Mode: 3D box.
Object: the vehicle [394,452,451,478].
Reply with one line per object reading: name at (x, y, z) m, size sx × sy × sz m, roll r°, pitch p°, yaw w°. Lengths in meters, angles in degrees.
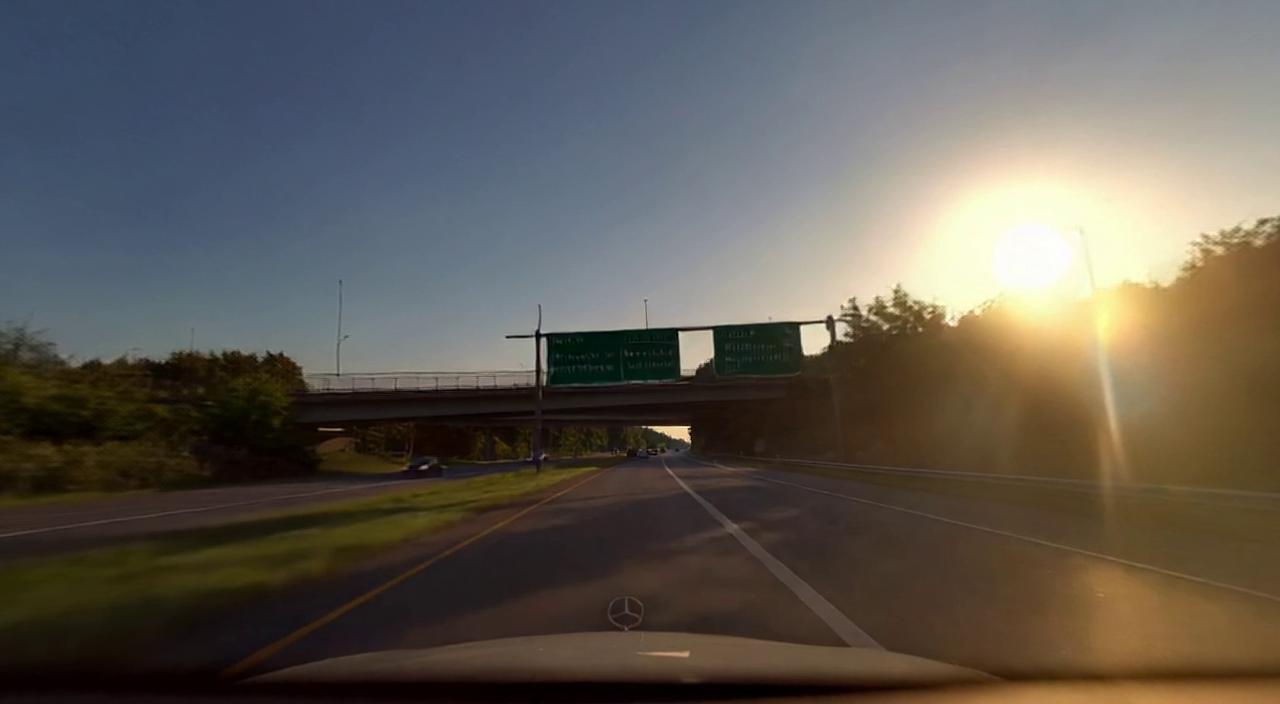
vehicle at (-12.974, 6.757, 37.876) m, size 1.793 × 1.463 × 4.126 m, roll 0°, pitch -9°, yaw 2°
